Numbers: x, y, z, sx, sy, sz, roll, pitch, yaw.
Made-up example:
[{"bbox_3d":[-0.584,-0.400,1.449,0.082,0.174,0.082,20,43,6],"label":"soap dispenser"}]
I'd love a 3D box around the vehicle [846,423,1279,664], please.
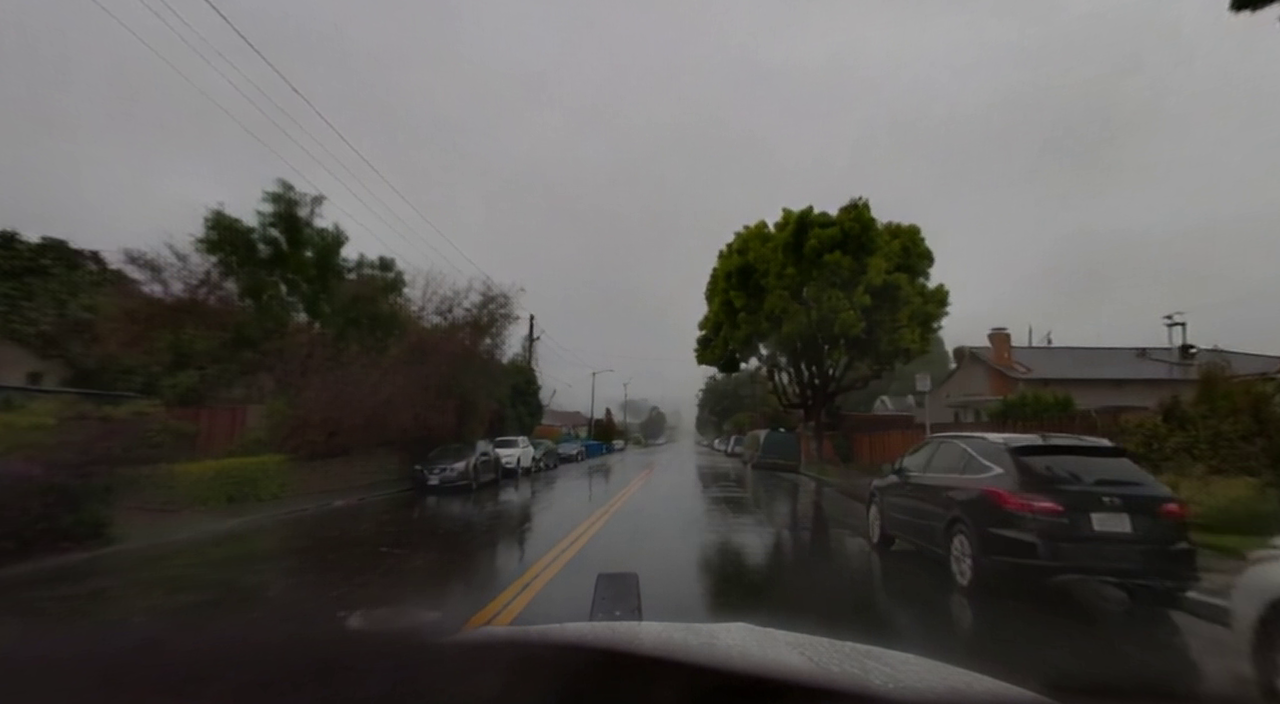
[{"bbox_3d":[3.611,1.509,6.337,1.916,1.484,4.638,-1,-8,6],"label":"vehicle"}]

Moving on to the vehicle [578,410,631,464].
[{"bbox_3d":[-2.468,6.318,47.006,2.896,3.648,8.004,-1,-8,5],"label":"vehicle"}]

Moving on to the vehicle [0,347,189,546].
[{"bbox_3d":[-9.851,1.290,8.846,5.210,2.370,2.336,0,-8,2],"label":"vehicle"}]

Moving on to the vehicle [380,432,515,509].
[{"bbox_3d":[-4.915,3.033,16.836,1.901,1.472,4.676,-4,-5,3],"label":"vehicle"}]

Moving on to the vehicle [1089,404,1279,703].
[{"bbox_3d":[3.358,0.768,1.112,1.969,1.478,4.632,-1,-8,4],"label":"vehicle"}]

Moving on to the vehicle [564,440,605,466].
[{"bbox_3d":[-3.304,6.098,38.233,1.921,1.470,4.068,-1,-8,3],"label":"vehicle"}]

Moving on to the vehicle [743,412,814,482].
[{"bbox_3d":[5.473,3.813,25.558,2.215,2.542,4.550,-1,-8,6],"label":"vehicle"}]
